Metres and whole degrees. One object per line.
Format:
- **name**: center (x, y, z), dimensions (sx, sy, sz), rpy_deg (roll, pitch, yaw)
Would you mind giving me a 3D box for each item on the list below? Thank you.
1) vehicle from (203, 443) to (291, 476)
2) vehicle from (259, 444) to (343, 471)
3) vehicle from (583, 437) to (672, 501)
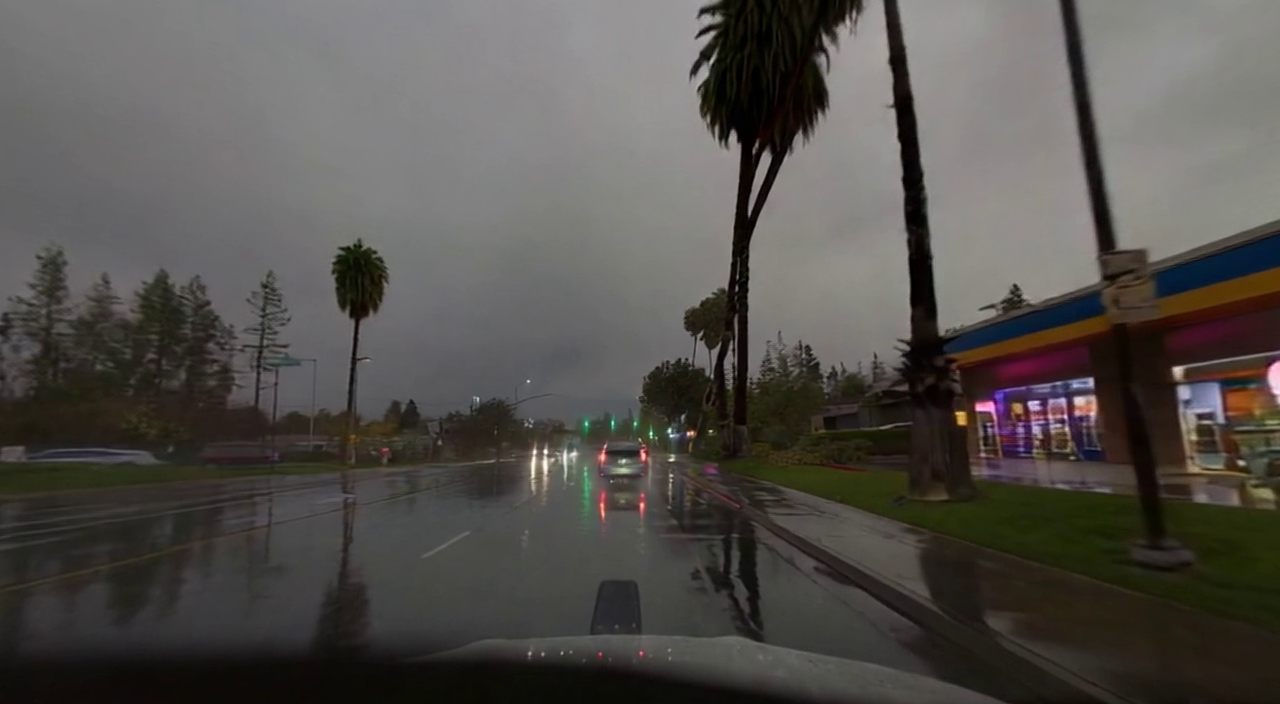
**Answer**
- **vehicle**: center (-23.012, 6.272, 36.955), dimensions (4.573, 1.725, 2.054), rpy_deg (-5, -8, 23)
- **vehicle**: center (-23.228, 7.195, 43.262), dimensions (5.293, 1.771, 2.194), rpy_deg (-4, -9, 25)
- **vehicle**: center (-0.321, 3.058, 16.937), dimensions (2.076, 1.486, 4.119), rpy_deg (0, -8, -1)
